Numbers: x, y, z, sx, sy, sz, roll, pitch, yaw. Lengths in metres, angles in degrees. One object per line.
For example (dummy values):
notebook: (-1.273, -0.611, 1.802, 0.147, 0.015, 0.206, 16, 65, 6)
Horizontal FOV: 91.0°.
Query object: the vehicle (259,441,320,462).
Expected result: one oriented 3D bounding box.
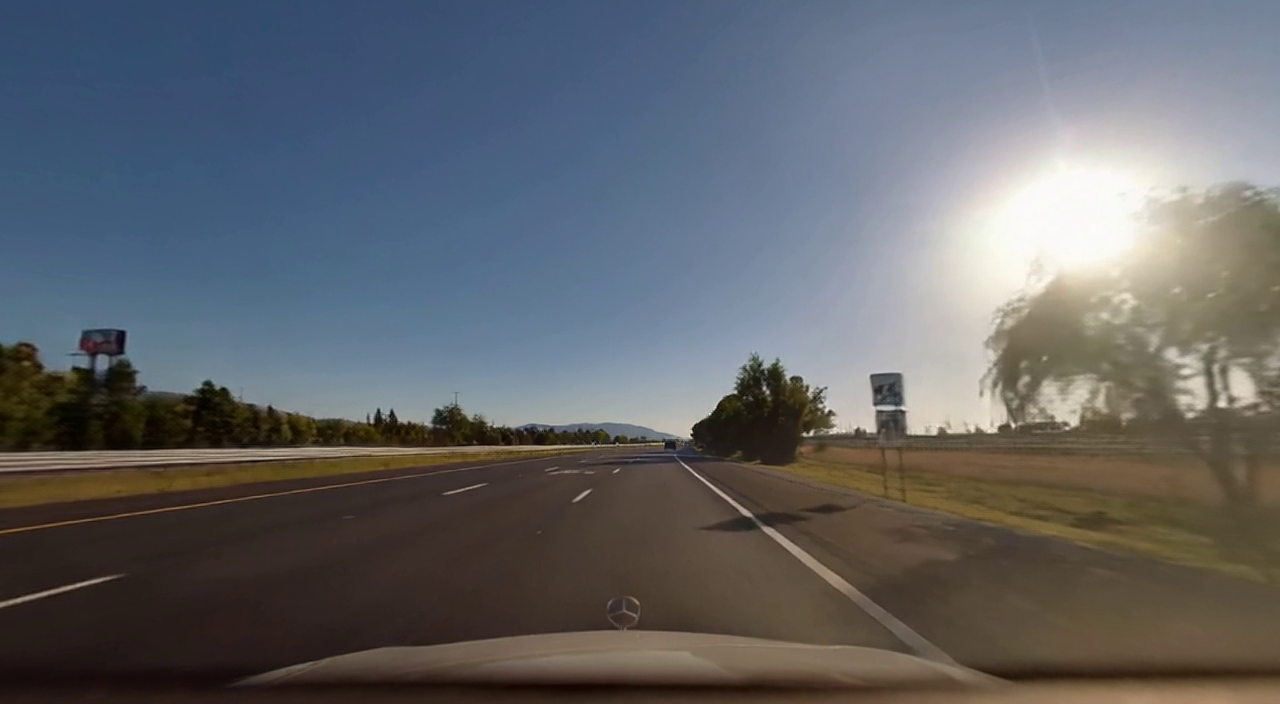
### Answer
vehicle: (-27.185, 7.726, 49.008, 1.857, 1.509, 4.825, 0, -9, 2)
